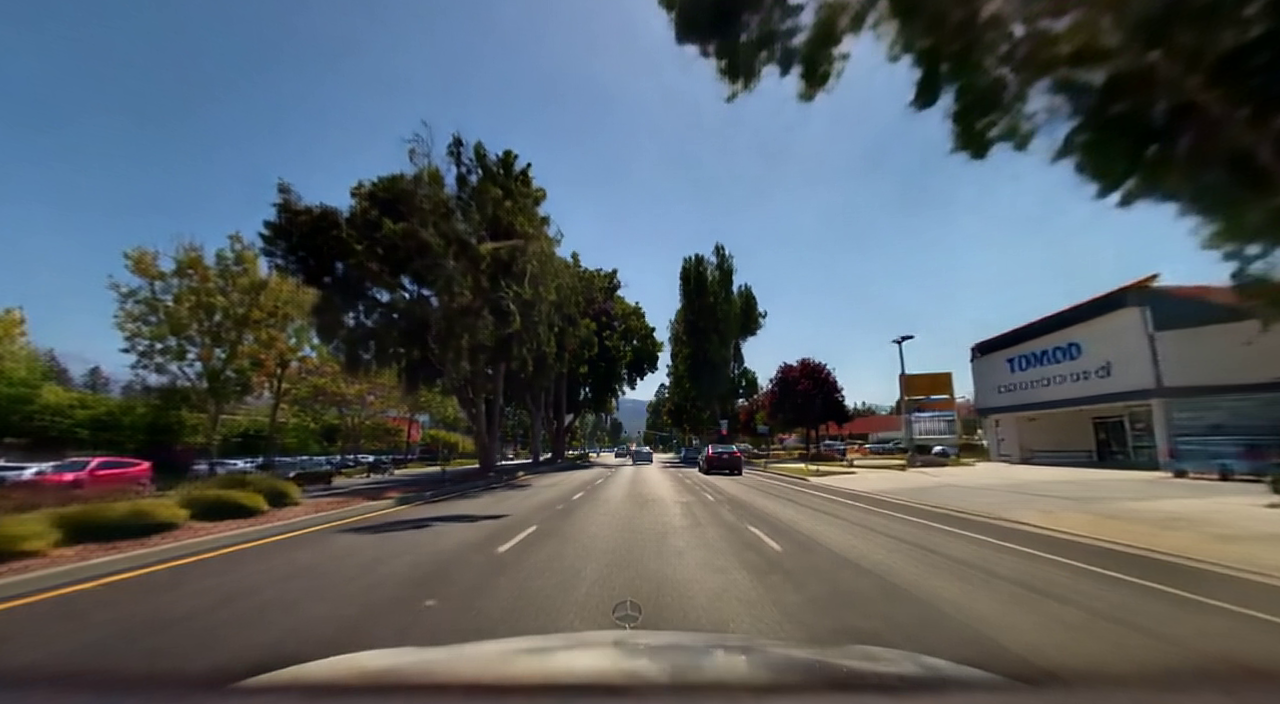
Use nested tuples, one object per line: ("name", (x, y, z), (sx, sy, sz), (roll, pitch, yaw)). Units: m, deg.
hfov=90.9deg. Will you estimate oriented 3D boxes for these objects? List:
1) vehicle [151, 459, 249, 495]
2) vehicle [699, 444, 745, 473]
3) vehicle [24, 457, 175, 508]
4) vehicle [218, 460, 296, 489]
("vehicle", (-22.602, 6.417, 32.611), (1.674, 1.483, 4.741), (-4, -8, 1))
("vehicle", (4.501, 5.898, 35.146), (1.916, 1.459, 4.335), (0, -9, -1))
("vehicle", (-22.414, 5.381, 26.499), (1.939, 1.780, 5.057), (-1, -9, -2))
("vehicle", (-22.584, 7.228, 37.398), (1.841, 1.510, 4.389), (-1, -9, 0))
